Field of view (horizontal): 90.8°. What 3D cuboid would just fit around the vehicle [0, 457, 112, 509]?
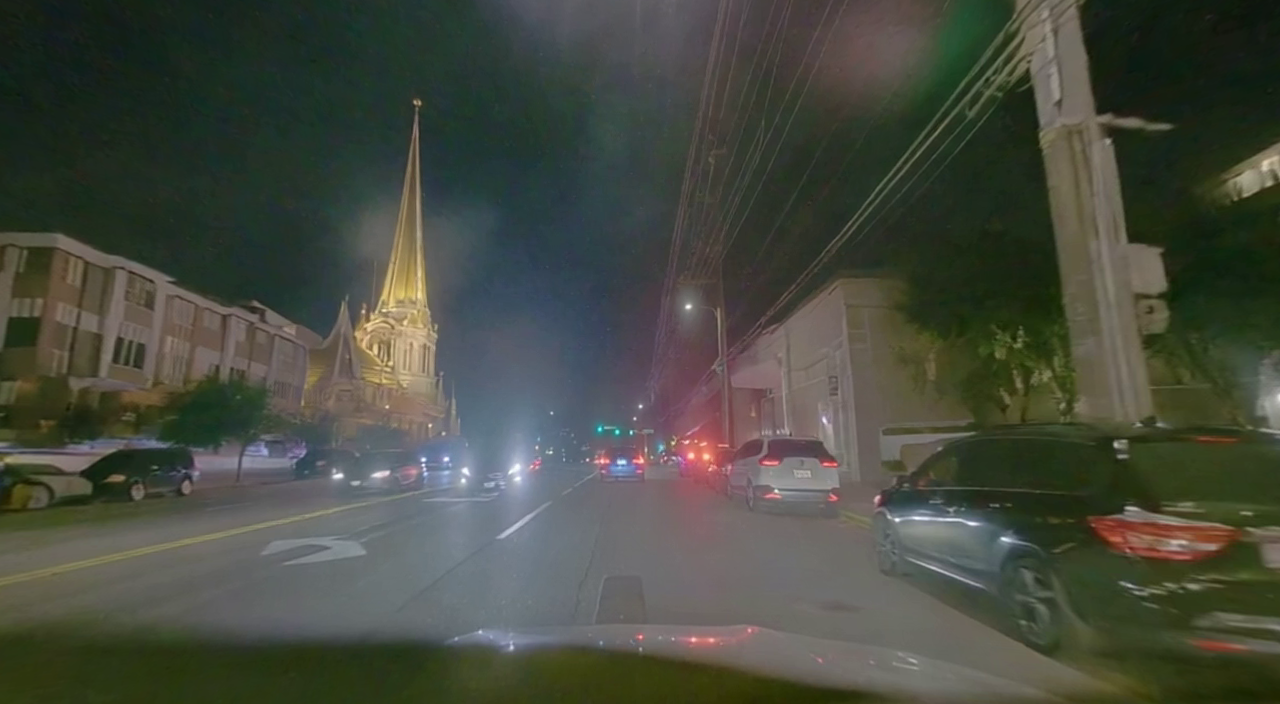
[{"bbox_3d":[-19.134,3.954,19.315,4.252,1.451,1.914,0,-9,1],"label":"vehicle"}]

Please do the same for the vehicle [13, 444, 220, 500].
[{"bbox_3d":[-18.653,4.266,22.761,5.376,1.885,2.218,0,-9,-1],"label":"vehicle"}]

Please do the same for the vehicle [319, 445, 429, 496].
[{"bbox_3d":[-9.074,4.041,21.972,1.996,1.547,4.238,0,-9,-1],"label":"vehicle"}]

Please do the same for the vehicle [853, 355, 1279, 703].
[{"bbox_3d":[3.622,1.305,5.144,2.133,1.791,4.642,2,-9,-1],"label":"vehicle"}]

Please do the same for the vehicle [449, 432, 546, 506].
[{"bbox_3d":[-3.716,3.108,17.304,2.240,1.731,4.470,1,-9,-8],"label":"vehicle"}]

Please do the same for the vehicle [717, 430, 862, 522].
[{"bbox_3d":[3.382,2.936,15.510,2.106,1.750,5.328,3,-9,-2],"label":"vehicle"}]

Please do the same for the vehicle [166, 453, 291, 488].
[{"bbox_3d":[-19.105,5.502,29.473,4.465,1.496,1.836,0,-9,0],"label":"vehicle"}]

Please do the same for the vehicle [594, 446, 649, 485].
[{"bbox_3d":[-0.699,4.595,26.010,2.049,1.453,4.299,0,-9,0],"label":"vehicle"}]
